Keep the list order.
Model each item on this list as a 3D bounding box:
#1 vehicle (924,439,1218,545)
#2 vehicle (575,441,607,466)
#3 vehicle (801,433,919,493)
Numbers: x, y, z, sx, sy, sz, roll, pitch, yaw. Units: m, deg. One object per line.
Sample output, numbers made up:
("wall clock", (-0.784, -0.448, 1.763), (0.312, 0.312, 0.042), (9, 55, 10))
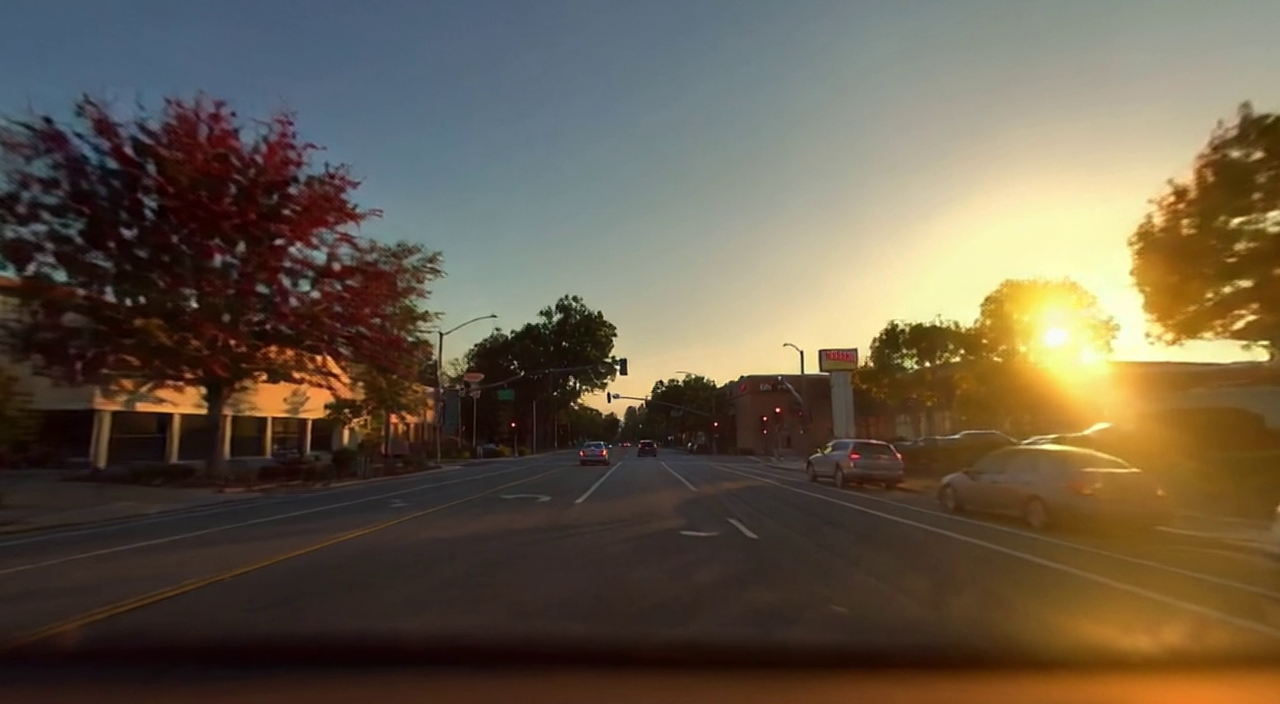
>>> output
("vehicle", (7.184, 2.326, 11.348), (1.922, 1.473, 4.738), (0, -8, 0))
("vehicle", (-3.280, 6.897, 43.078), (1.915, 1.553, 3.846), (0, -8, 0))
("vehicle", (7.240, 3.697, 21.496), (2.132, 1.793, 5.003), (0, -8, -1))
